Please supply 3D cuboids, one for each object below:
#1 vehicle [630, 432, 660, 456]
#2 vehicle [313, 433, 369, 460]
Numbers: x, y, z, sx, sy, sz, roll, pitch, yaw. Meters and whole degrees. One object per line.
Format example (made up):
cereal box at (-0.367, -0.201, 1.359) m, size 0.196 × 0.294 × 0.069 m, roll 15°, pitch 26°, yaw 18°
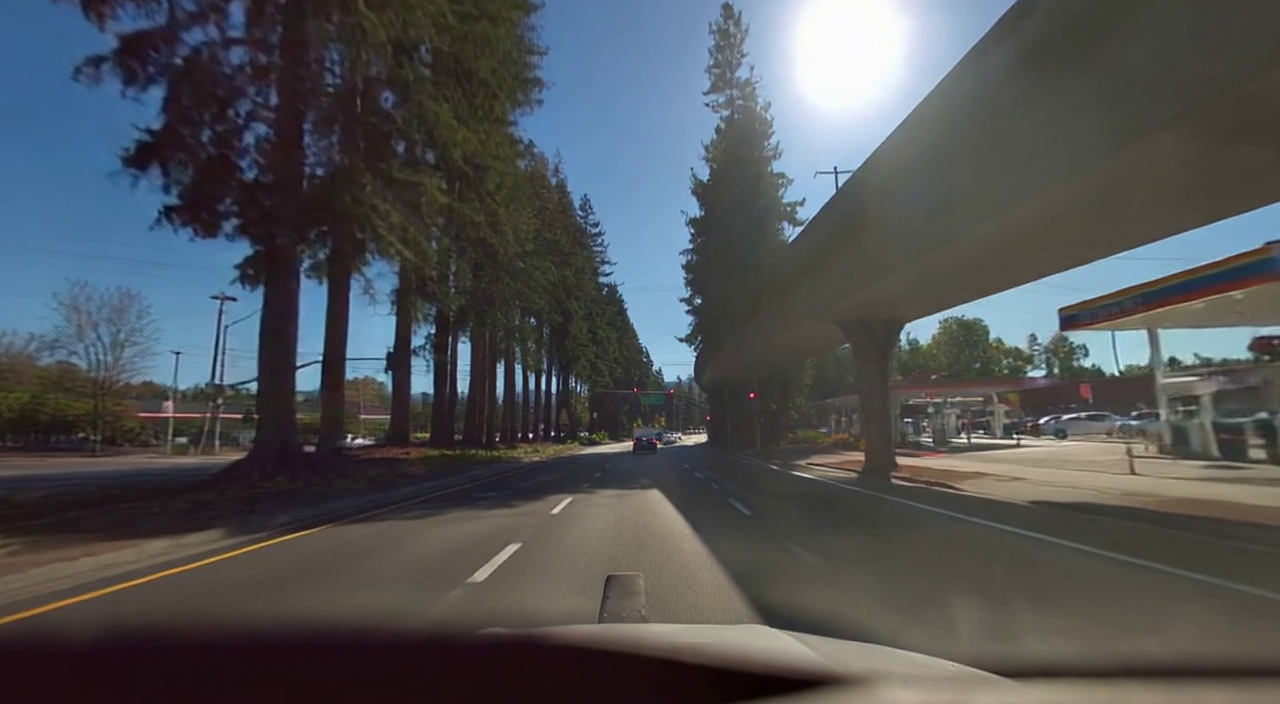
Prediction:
vehicle at (0.355, 6.537, 44.732) m, size 2.074 × 1.631 × 3.793 m, roll 0°, pitch -9°, yaw 0°
vehicle at (-23.287, 7.386, 49.089) m, size 2.026 × 1.965 × 4.674 m, roll 0°, pitch -8°, yaw -1°
